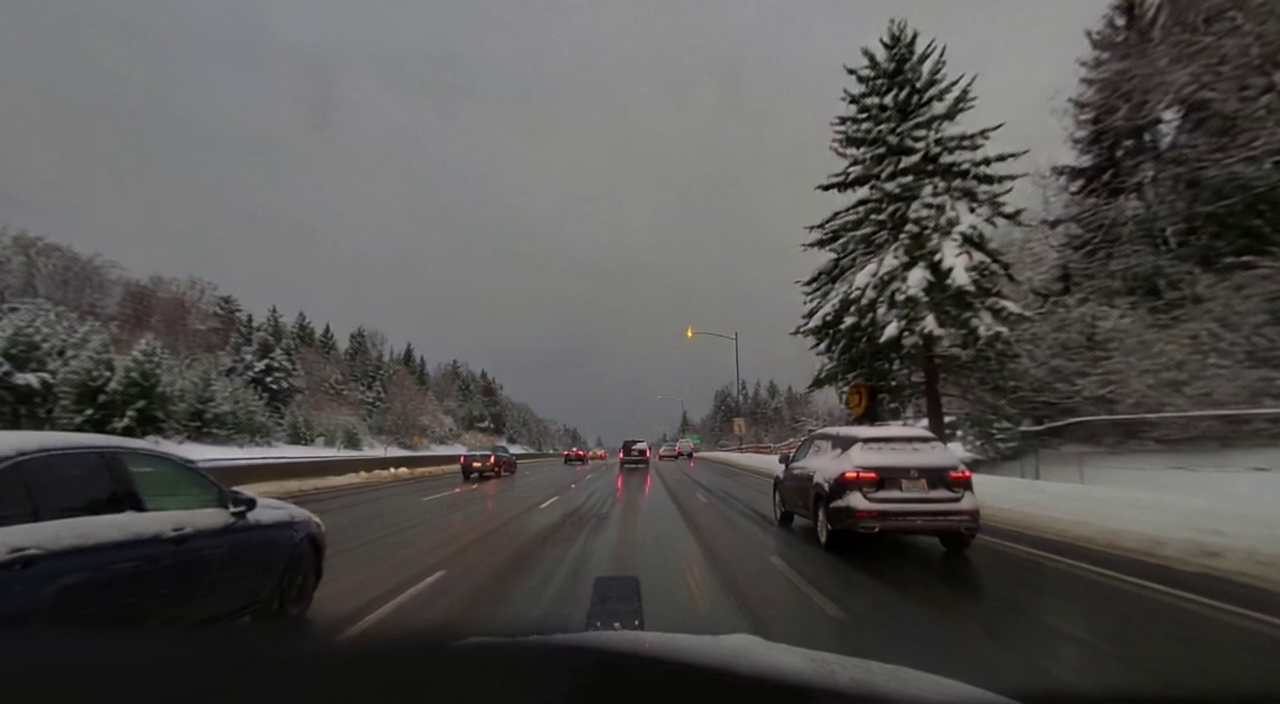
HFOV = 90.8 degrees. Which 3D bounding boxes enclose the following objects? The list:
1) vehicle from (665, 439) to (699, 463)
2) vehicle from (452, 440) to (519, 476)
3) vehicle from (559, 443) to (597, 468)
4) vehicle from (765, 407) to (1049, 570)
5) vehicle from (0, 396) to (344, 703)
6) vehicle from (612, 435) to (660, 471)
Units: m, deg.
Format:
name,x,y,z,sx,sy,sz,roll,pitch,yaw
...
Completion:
name,x,y,z,sx,sy,sz,roll,pitch,yaw
vehicle,3.172,7.663,48.931,2.320,1.735,4.408,0,-8,0
vehicle,-6.958,4.799,28.856,1.980,1.519,4.147,0,-8,0
vehicle,-3.830,6.452,39.704,1.968,1.473,4.209,0,-8,0
vehicle,3.302,1.780,9.068,2.029,1.716,4.545,0,-8,-1
vehicle,-3.421,0.958,2.530,2.130,1.514,4.766,0,-8,0
vehicle,-0.233,5.401,34.013,2.408,1.748,4.217,0,-8,-1
